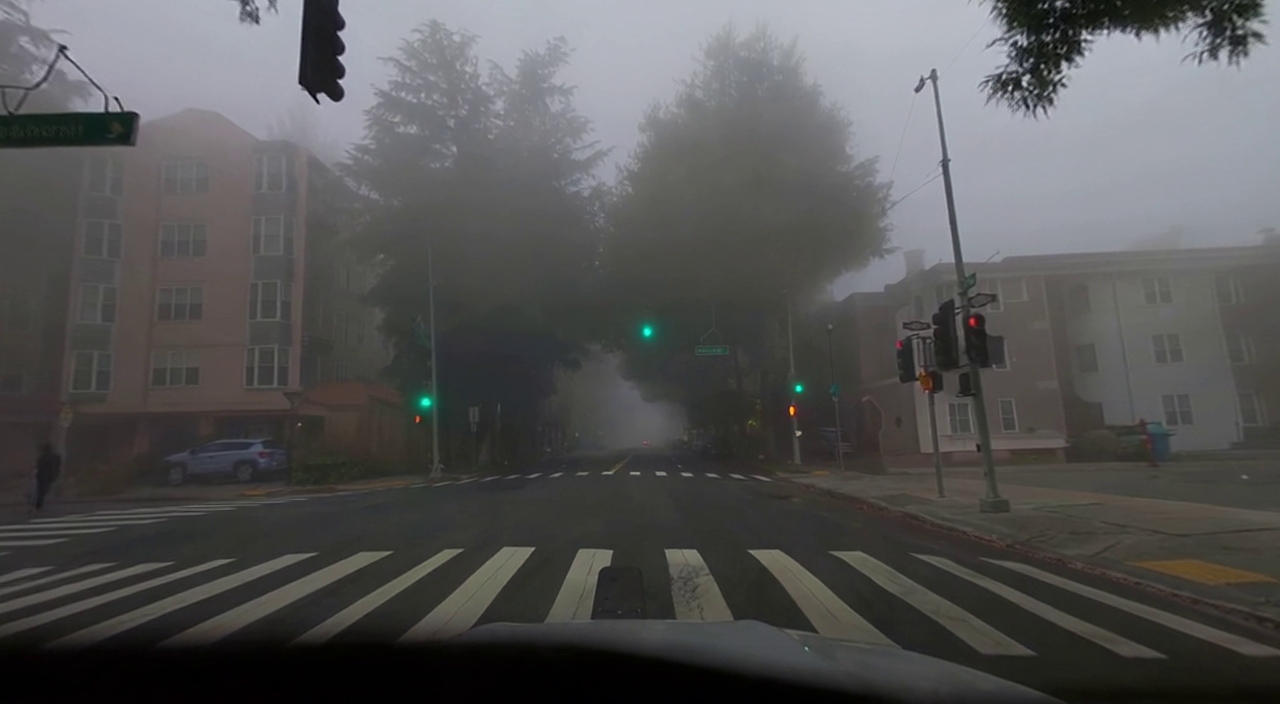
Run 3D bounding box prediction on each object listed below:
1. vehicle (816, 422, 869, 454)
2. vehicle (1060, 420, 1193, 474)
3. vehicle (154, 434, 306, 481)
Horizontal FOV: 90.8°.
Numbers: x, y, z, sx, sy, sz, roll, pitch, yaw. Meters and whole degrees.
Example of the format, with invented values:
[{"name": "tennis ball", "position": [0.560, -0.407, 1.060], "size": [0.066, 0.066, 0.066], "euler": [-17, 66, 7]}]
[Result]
[{"name": "vehicle", "position": [11.524, 4.957, 36.239], "size": [1.950, 1.714, 4.245], "euler": [-1, -9, 5]}, {"name": "vehicle", "position": [17.094, 3.373, 22.487], "size": [2.013, 1.722, 4.007], "euler": [-2, -9, 10]}, {"name": "vehicle", "position": [-18.963, 4.871, 29.497], "size": [5.468, 1.854, 2.283], "euler": [-2, -8, -4]}]
